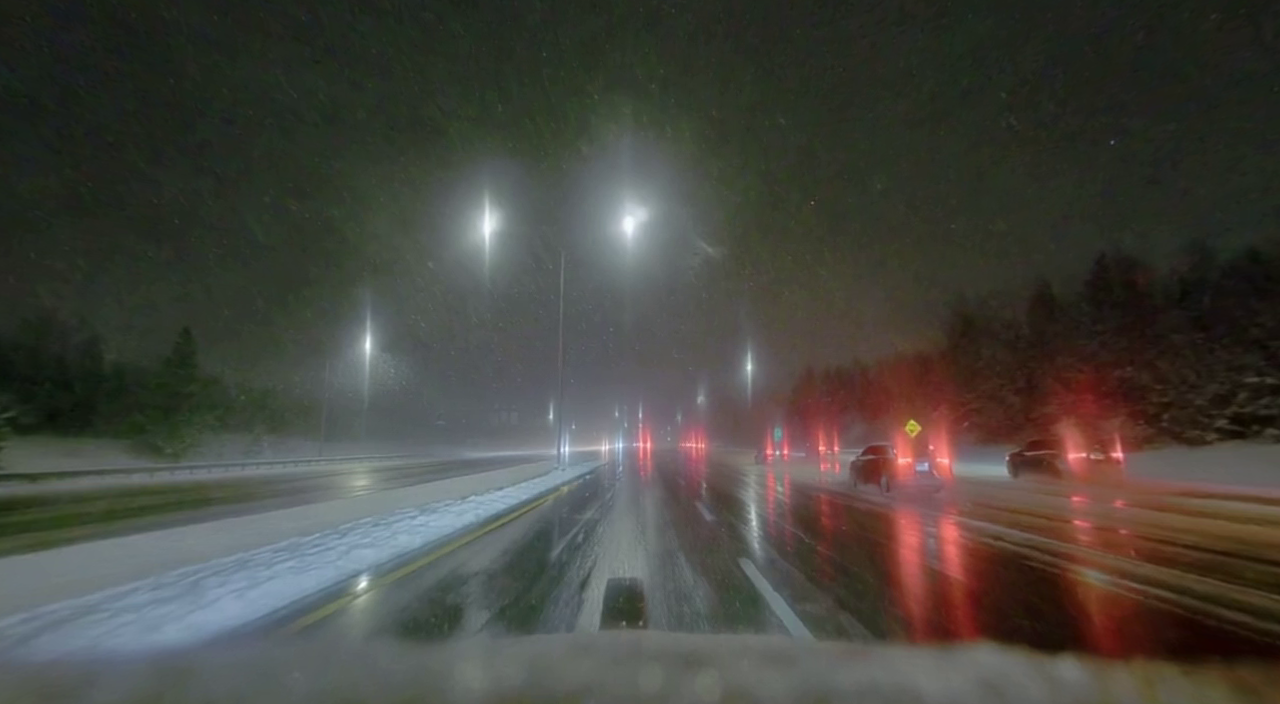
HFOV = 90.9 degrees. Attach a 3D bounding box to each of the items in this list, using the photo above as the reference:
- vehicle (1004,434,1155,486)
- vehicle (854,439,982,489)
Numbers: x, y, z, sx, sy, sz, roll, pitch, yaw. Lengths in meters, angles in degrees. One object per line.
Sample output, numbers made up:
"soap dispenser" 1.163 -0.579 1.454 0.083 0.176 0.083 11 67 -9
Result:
"vehicle" 15.698 3.866 22.935 2.116 1.674 4.566 0 -8 -1
"vehicle" 9.339 3.785 21.763 2.093 1.525 4.865 0 -8 -1
